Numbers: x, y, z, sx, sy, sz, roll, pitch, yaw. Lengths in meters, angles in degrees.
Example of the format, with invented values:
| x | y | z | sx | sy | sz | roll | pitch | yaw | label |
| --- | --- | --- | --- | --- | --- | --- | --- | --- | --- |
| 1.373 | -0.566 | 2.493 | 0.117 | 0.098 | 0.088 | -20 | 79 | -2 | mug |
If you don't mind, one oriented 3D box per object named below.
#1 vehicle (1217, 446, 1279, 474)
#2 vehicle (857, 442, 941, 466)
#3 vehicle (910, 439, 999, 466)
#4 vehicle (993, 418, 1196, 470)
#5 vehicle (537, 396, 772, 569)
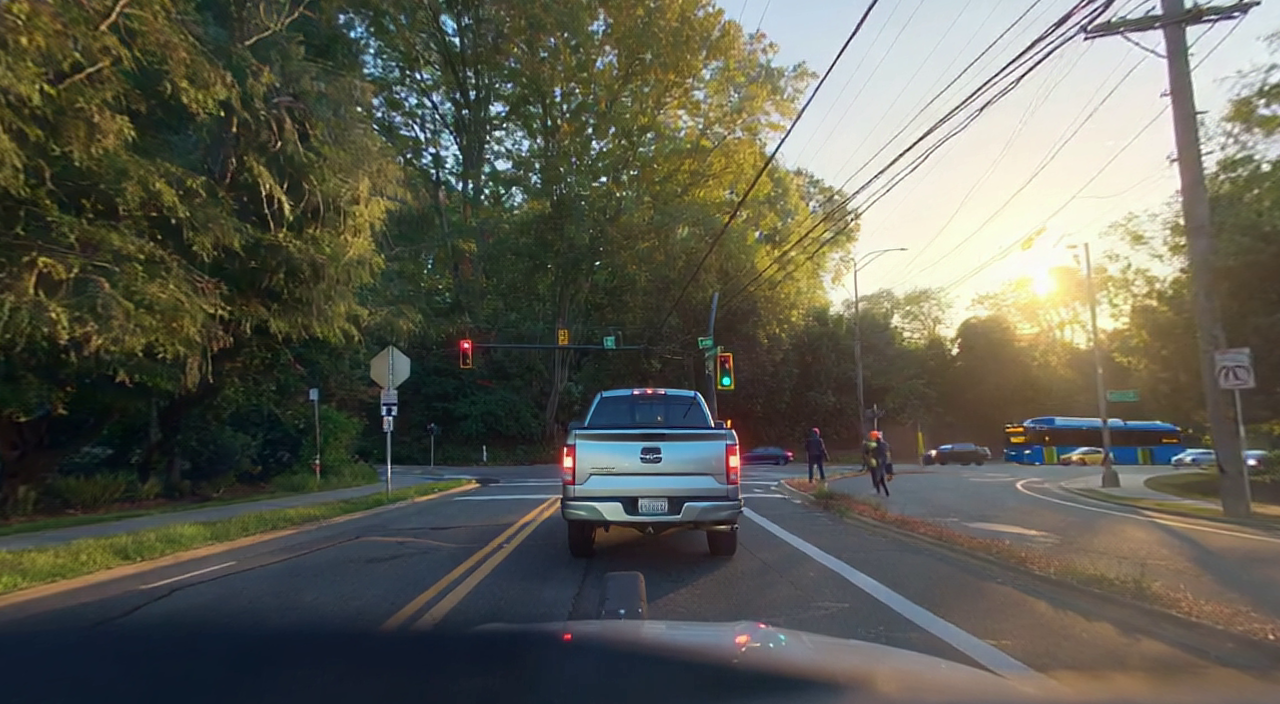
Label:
| x | y | z | sx | sy | sz | roll | pitch | yaw | label |
| --- | --- | --- | --- | --- | --- | --- | --- | --- | --- |
| 41.378 | 7.004 | 41.266 | 5.426 | 1.728 | 1.999 | 0 | -8 | -2 | vehicle |
| 16.823 | 6.633 | 41.212 | 4.578 | 1.490 | 1.935 | -1 | -8 | 3 | vehicle |
| 22.560 | 7.217 | 45.448 | 5.235 | 1.878 | 2.107 | 0 | -8 | -2 | vehicle |
| 29.396 | 5.986 | 41.251 | 10.726 | 3.128 | 3.003 | -1 | -8 | 1 | vehicle |
| 0.119 | 1.904 | 10.116 | 2.707 | 1.964 | 5.485 | 0 | -8 | -1 | vehicle |
